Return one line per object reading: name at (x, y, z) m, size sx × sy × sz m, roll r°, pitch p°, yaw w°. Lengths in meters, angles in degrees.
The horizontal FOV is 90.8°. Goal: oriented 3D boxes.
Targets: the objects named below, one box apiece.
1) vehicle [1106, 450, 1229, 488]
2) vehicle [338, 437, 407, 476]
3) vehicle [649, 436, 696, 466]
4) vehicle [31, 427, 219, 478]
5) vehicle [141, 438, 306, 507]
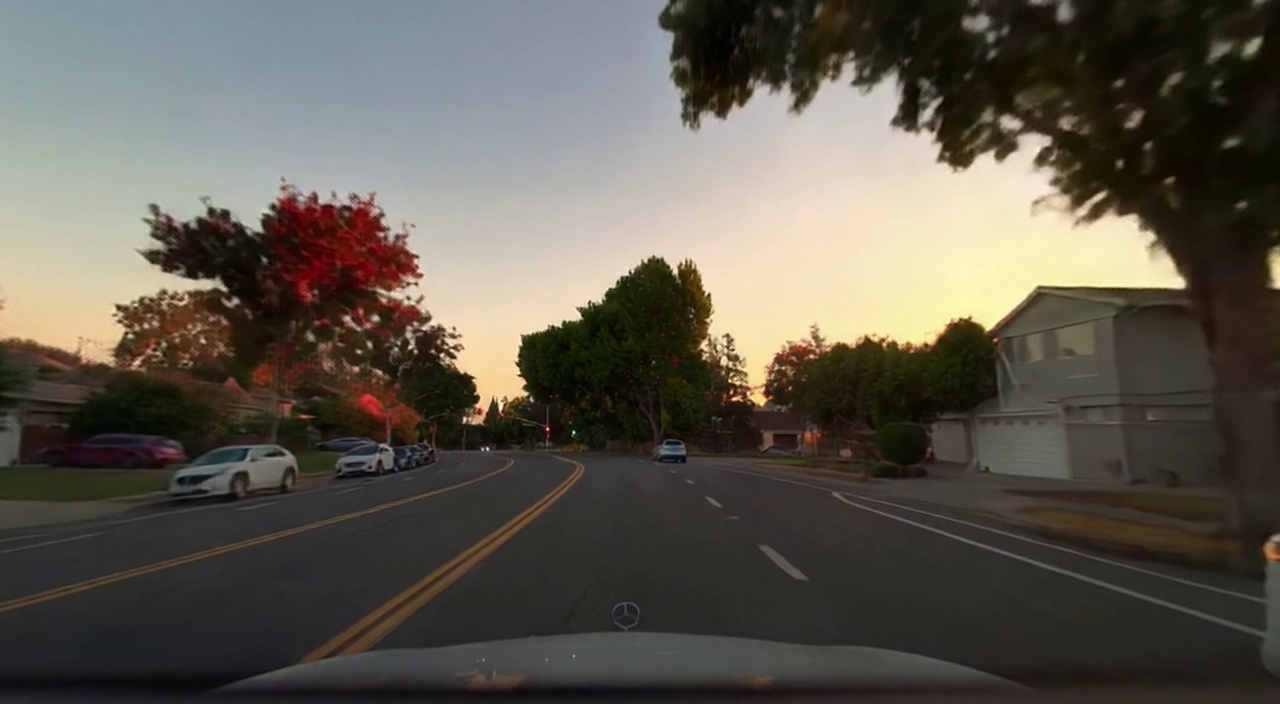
vehicle at (22.704, 5.013, 27.419) m, size 1.917 × 1.479 × 3.833 m, roll 0°, pitch -8°, yaw -2°
vehicle at (-13.477, 5.279, 32.161) m, size 2.146 × 1.806 × 4.733 m, roll 2°, pitch -8°, yaw -10°
vehicle at (1.791, 5.675, 36.529) m, size 1.951 × 1.620 × 4.582 m, roll 1°, pitch -8°, yaw -7°
vehicle at (-19.753, 3.889, 24.502) m, size 5.061 × 1.840 × 2.236 m, roll 2°, pitch -8°, yaw -9°
vehicle at (-12.141, 3.487, 18.872) m, size 2.032 × 1.773 × 4.471 m, roll 1°, pitch -8°, yaw -3°
